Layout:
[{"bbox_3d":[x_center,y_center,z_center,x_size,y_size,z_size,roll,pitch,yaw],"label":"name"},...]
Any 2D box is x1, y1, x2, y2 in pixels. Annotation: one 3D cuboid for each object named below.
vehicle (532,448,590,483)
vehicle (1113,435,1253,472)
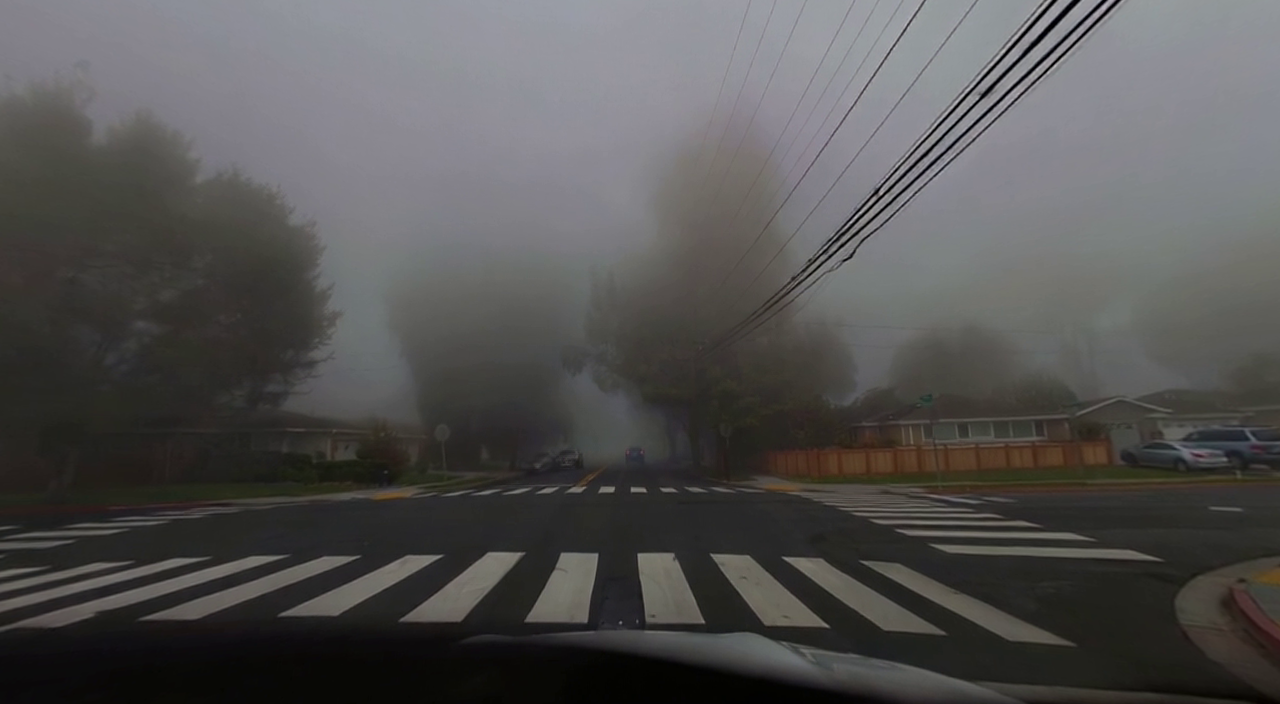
[{"bbox_3d":[-3.614,5.246,29.487,2.102,1.463,4.024,0,-9,1],"label":"vehicle"},{"bbox_3d":[23.428,4.397,27.561,1.841,1.448,4.688,0,-9,-1],"label":"vehicle"}]
